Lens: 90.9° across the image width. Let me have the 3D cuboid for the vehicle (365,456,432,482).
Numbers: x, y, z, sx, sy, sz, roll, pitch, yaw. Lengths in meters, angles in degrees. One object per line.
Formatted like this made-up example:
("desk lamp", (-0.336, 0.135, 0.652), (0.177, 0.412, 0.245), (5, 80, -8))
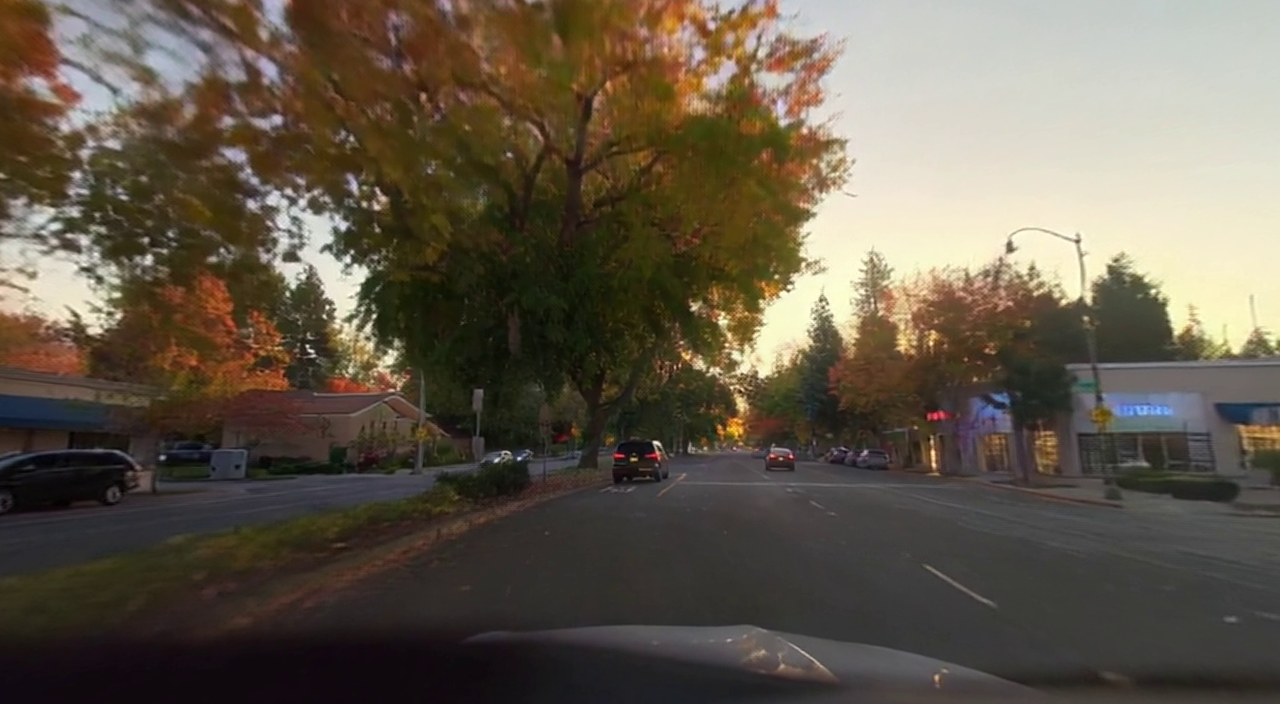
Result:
("vehicle", (-14.471, 7.021, 38.035), (1.797, 1.351, 4.300), (-1, -9, 8))

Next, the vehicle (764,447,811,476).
("vehicle", (8.016, 5.948, 34.695), (1.886, 1.464, 4.290), (-1, -8, 5))

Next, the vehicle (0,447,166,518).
("vehicle", (-16.915, 3.624, 18.094), (1.914, 1.785, 5.408), (-1, -9, 7))

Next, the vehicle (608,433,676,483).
("vehicle", (0.212, 4.333, 26.151), (2.344, 1.863, 4.665), (-1, -8, 6))

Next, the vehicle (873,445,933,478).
("vehicle", (15.113, 6.251, 36.429), (2.076, 1.759, 3.970), (-1, -8, 6))

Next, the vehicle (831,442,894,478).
("vehicle", (11.594, 5.614, 33.216), (2.040, 1.738, 4.414), (-1, -8, 5))

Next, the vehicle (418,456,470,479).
("vehicle", (-13.599, 8.018, 44.117), (1.877, 1.445, 4.436), (-1, -8, 5))
